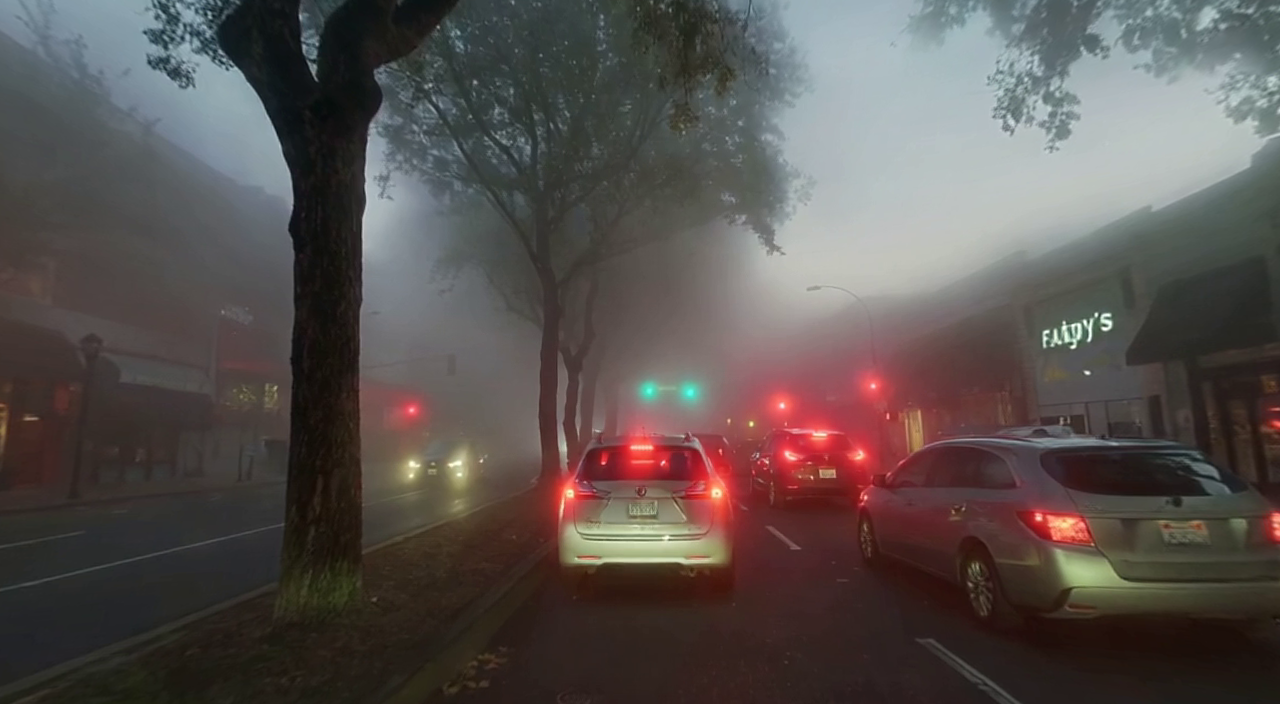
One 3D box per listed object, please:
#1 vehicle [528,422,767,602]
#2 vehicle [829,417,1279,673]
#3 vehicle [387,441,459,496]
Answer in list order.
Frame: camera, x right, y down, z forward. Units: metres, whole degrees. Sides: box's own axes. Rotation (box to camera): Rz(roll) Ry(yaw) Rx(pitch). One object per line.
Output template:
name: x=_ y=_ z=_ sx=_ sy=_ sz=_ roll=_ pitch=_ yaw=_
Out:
vehicle: x=0.042 y=1.618 z=7.154 sx=2.006 sy=1.487 sz=3.535 roll=0 pitch=-9 yaw=-1
vehicle: x=3.395 y=1.447 z=5.859 sx=1.988 sy=1.480 sz=4.195 roll=0 pitch=-9 yaw=0
vehicle: x=-6.886 y=3.670 z=20.394 sx=1.898 sy=1.542 sz=4.689 roll=2 pitch=-9 yaw=-16
